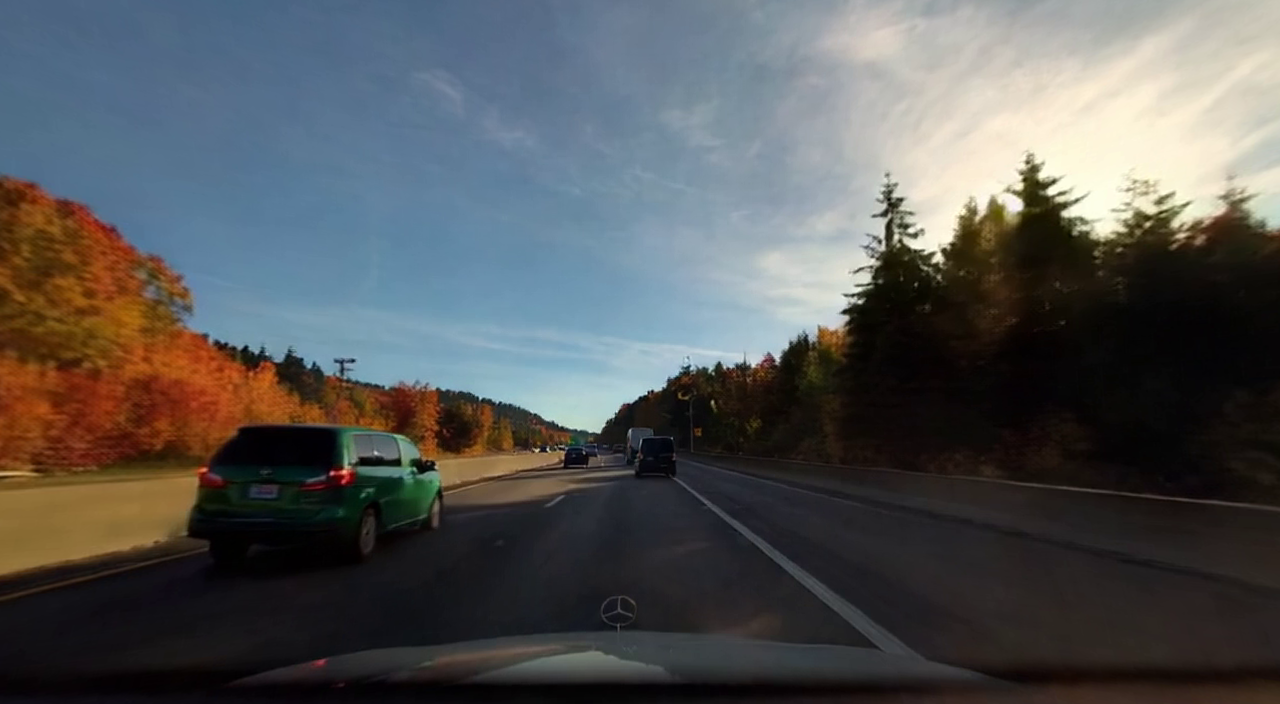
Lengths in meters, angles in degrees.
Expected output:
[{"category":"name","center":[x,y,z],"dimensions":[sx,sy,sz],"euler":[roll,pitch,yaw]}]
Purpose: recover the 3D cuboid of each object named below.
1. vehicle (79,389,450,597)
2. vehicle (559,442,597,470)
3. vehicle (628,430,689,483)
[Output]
[{"category":"vehicle","center":[-3.865,1.523,7.481],"dimensions":[2.021,1.790,3.907],"euler":[0,-9,-1]},{"category":"vehicle","center":[-4.013,6.779,40.948],"dimensions":[2.088,1.688,4.365],"euler":[0,-9,-1]},{"category":"vehicle","center":[0.648,4.279,25.825],"dimensions":[2.179,1.930,4.538],"euler":[0,-9,-2]}]
